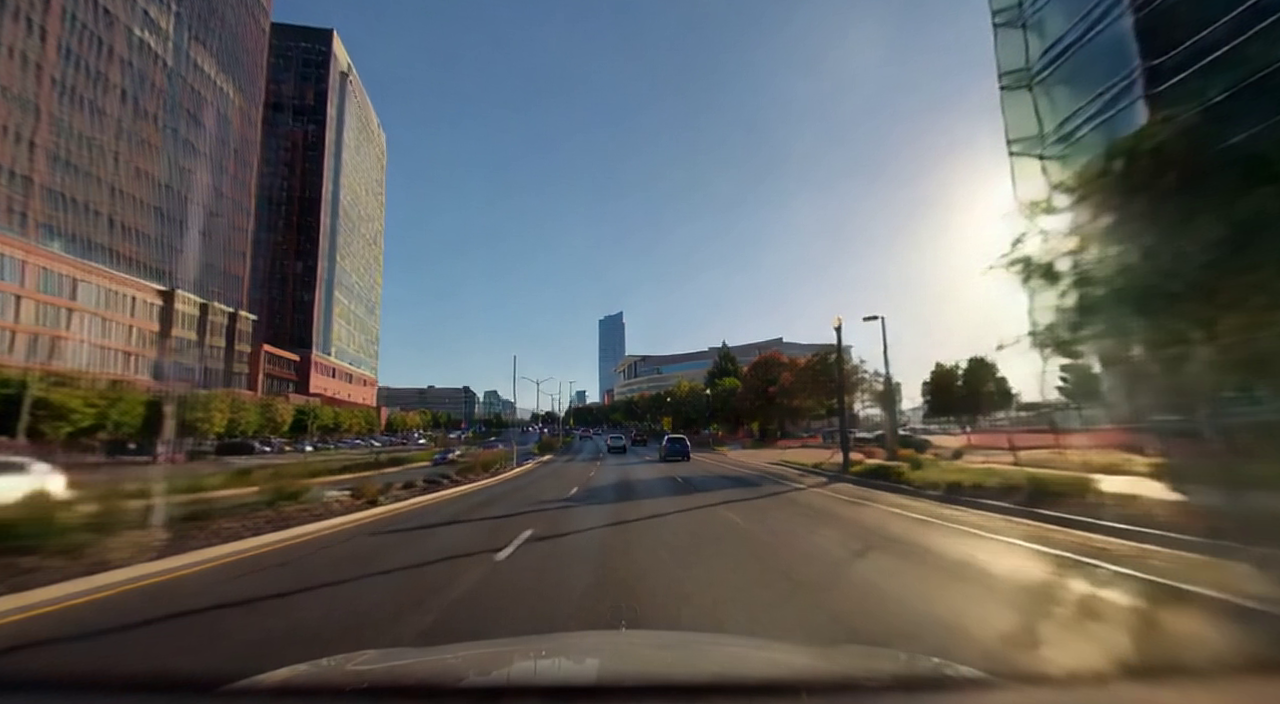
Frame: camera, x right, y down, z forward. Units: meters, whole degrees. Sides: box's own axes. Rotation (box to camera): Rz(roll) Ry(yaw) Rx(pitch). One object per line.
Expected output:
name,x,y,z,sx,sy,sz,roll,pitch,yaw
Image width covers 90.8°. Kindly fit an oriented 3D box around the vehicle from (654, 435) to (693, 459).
vehicle,2.149,6.243,41.510,2.090,1.506,4.382,0,-8,-3
